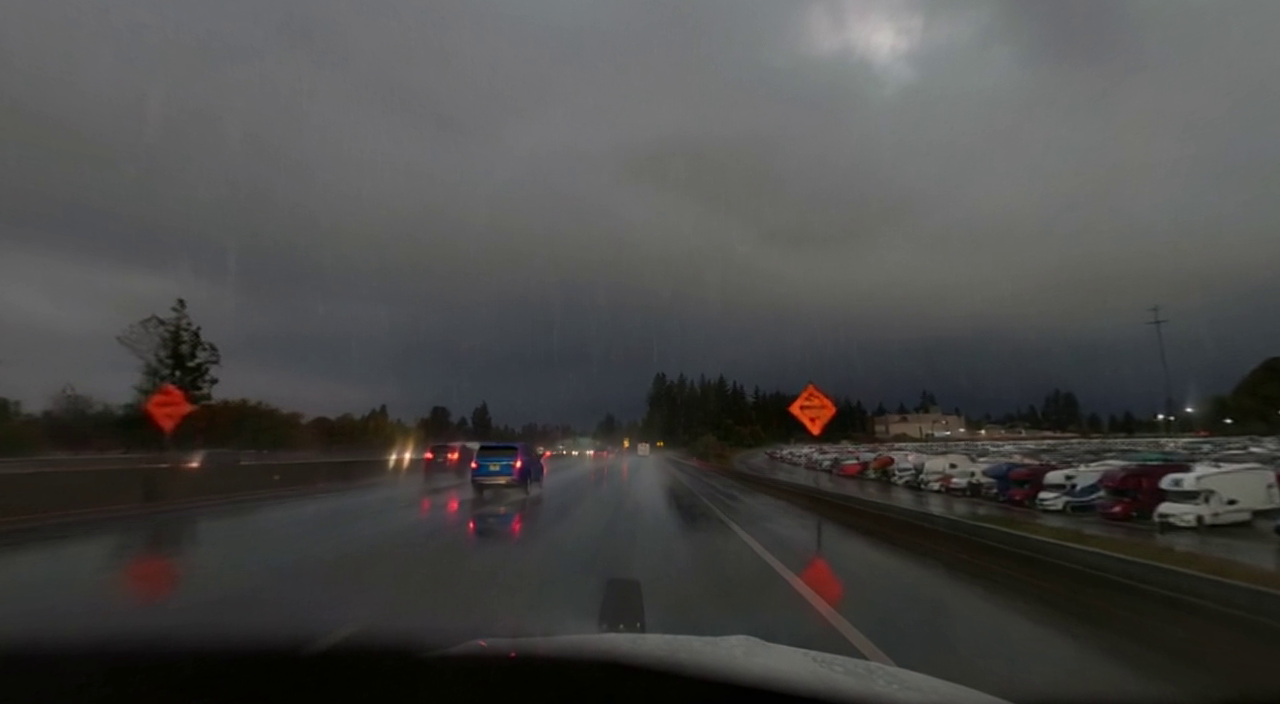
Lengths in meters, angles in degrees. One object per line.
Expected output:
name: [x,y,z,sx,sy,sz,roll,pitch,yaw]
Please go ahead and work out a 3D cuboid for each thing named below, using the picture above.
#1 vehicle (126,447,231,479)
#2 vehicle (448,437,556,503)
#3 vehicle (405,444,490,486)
vehicle: [-29.250,7.031,40.199,2.215,1.881,5.812,0,-9,1]
vehicle: [-3.840,3.352,18.338,2.070,1.665,4.213,0,-9,1]
vehicle: [-7.635,4.502,25.456,1.991,1.538,4.360,0,-9,1]
